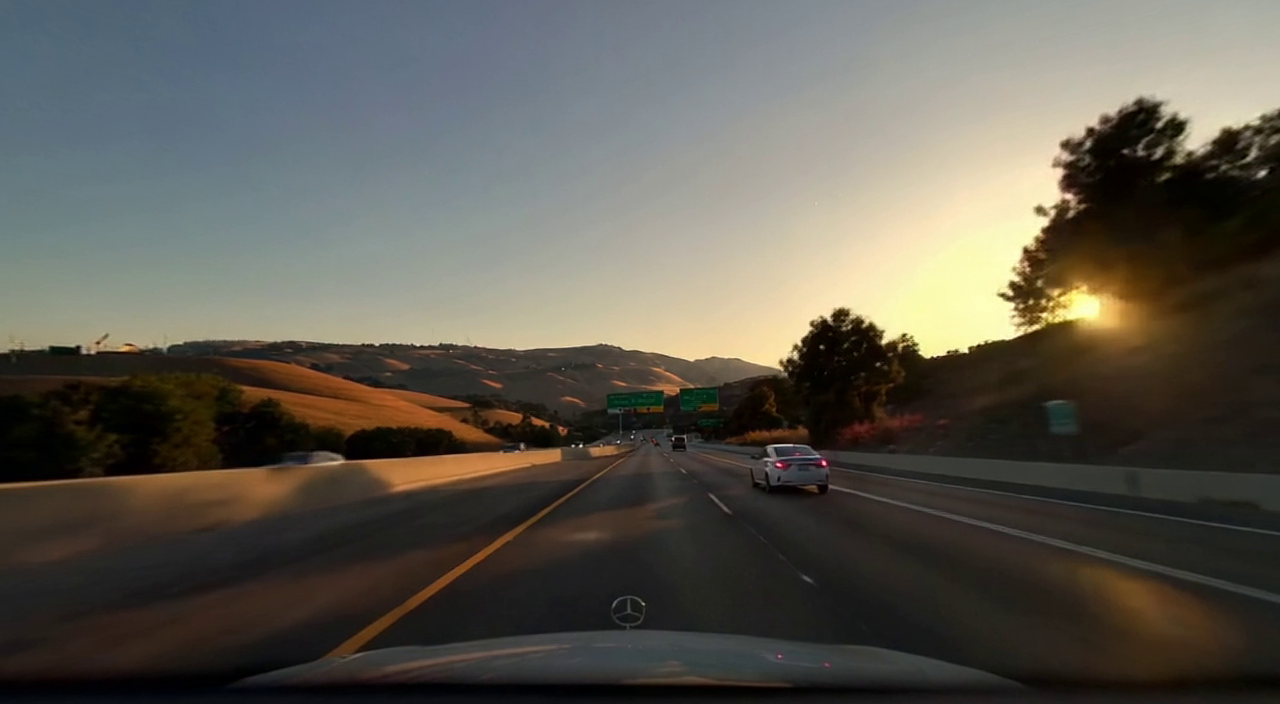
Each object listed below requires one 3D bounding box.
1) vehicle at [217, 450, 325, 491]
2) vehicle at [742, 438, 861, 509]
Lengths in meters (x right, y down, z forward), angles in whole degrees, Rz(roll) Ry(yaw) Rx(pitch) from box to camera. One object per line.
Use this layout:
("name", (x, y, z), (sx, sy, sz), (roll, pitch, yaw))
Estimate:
("vehicle", (-15.774, 5.049, 27.192), (1.943, 1.518, 4.421), (0, -8, 1))
("vehicle", (3.543, 2.702, 14.545), (1.683, 1.400, 3.868), (0, -8, -1))
